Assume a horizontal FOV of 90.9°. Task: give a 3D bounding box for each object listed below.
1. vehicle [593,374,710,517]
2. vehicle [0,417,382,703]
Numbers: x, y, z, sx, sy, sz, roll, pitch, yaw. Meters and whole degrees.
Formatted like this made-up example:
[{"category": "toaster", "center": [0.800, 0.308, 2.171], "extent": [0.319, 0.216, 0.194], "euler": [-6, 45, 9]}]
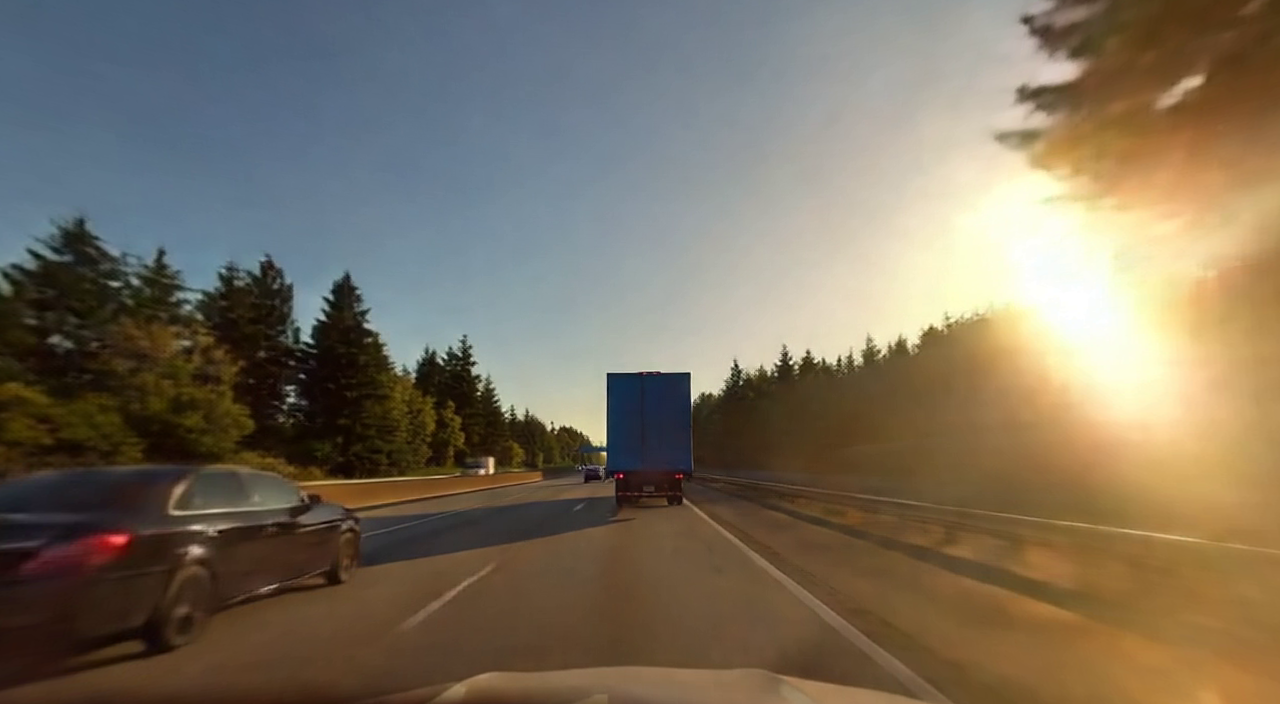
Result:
[{"category": "vehicle", "center": [0.245, 3.290, 21.210], "extent": [3.008, 3.678, 9.512], "euler": [1, -10, -1]}, {"category": "vehicle", "center": [-4.097, 1.411, 4.887], "extent": [2.079, 1.506, 4.821], "euler": [1, -10, 1]}]
